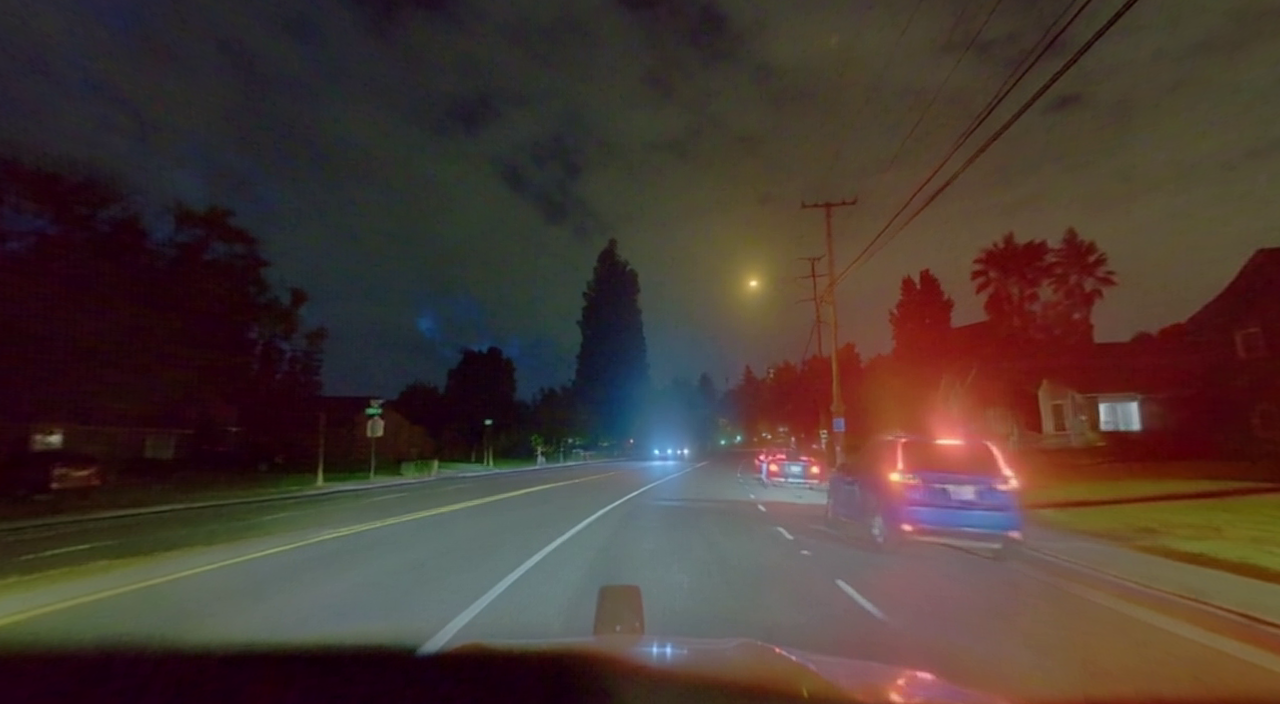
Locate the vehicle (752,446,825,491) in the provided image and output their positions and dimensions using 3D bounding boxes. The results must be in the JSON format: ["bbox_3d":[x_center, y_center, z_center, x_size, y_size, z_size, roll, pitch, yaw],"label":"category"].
[{"bbox_3d":[5.281,4.165,23.077,1.993,1.457,4.599,-1,-8,6],"label":"vehicle"}]

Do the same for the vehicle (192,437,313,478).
[{"bbox_3d":[-20.718,5.621,33.896,5.134,2.110,2.040,0,-8,3],"label":"vehicle"}]

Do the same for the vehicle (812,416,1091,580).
[{"bbox_3d":[4.042,1.931,9.235,1.989,1.782,4.351,0,-8,3],"label":"vehicle"}]

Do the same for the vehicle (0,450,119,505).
[{"bbox_3d":[-19.022,3.851,19.663,4.284,1.549,1.828,-1,-8,9],"label":"vehicle"}]
